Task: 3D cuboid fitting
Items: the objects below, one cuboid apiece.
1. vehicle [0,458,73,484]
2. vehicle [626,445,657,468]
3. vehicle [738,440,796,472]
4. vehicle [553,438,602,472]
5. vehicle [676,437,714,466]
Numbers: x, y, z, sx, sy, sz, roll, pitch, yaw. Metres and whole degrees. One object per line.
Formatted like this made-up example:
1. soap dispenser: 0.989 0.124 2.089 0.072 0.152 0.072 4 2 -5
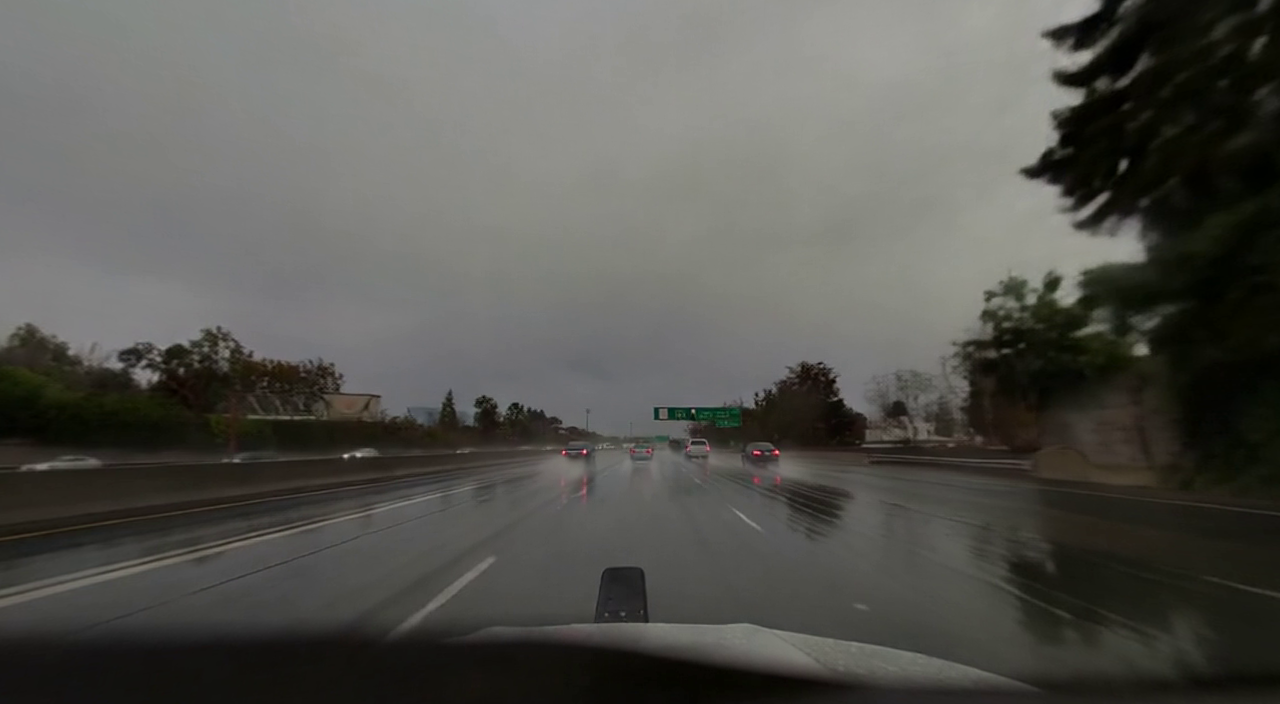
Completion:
1. vehicle: -36.887 7.117 37.870 1.738 1.412 4.086 0 -9 1
2. vehicle: 0.155 7.241 43.868 2.050 1.452 3.917 0 -9 2
3. vehicle: 6.998 5.787 35.311 2.196 1.659 4.451 0 -9 -2
4. vehicle: -3.398 5.736 35.240 2.118 1.750 4.875 0 -9 1
5. vehicle: 4.050 7.410 47.017 2.348 1.991 5.460 0 -9 0
